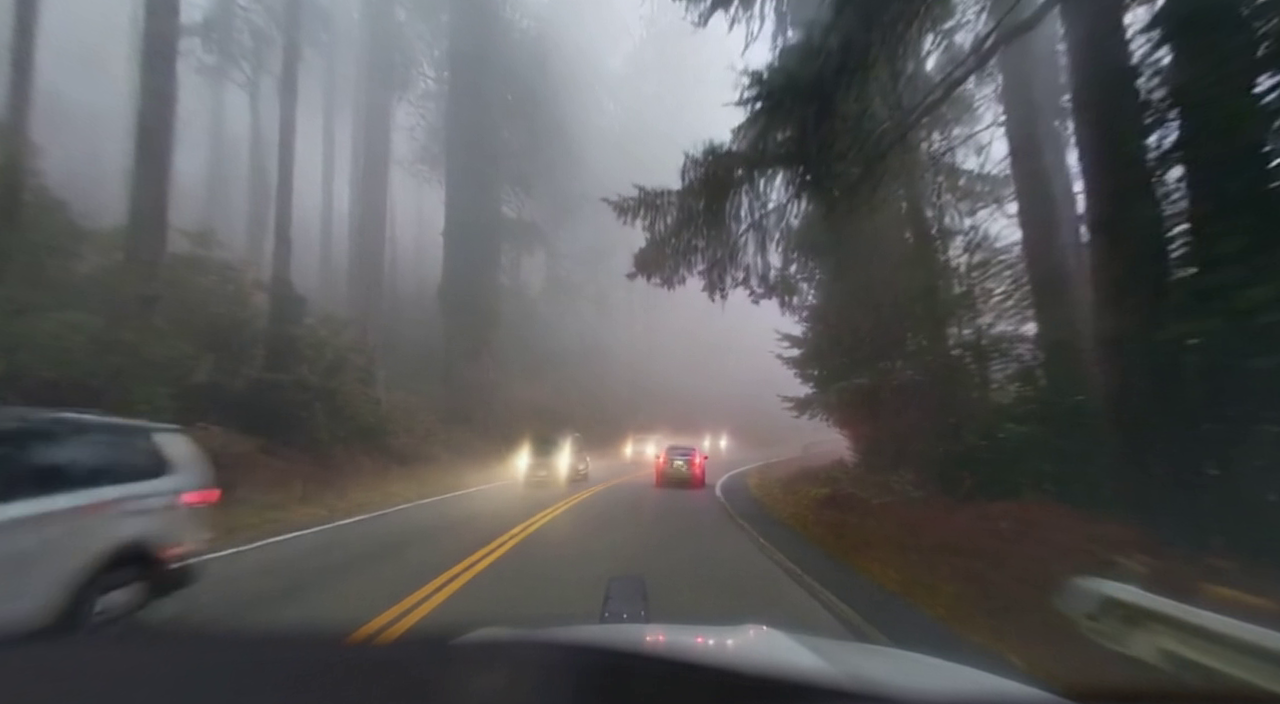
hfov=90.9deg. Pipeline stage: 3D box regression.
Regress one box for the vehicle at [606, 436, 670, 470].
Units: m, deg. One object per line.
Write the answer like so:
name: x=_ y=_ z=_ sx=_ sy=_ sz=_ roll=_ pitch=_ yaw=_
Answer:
vehicle: x=-0.034 y=5.584 z=34.985 sx=2.347 sy=1.757 sz=4.359 roll=-2 pitch=-9 yaw=17

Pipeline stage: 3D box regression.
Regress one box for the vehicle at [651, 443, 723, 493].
vehicle: x=1.777 y=4.022 z=22.304 sx=2.274 sy=1.583 sz=4.349 roll=-1 pitch=-9 yaw=8

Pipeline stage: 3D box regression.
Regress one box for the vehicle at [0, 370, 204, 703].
vehicle: x=-4.157 y=0.828 z=2.126 sx=2.173 sy=1.738 sz=4.297 roll=0 pitch=-9 yaw=2
